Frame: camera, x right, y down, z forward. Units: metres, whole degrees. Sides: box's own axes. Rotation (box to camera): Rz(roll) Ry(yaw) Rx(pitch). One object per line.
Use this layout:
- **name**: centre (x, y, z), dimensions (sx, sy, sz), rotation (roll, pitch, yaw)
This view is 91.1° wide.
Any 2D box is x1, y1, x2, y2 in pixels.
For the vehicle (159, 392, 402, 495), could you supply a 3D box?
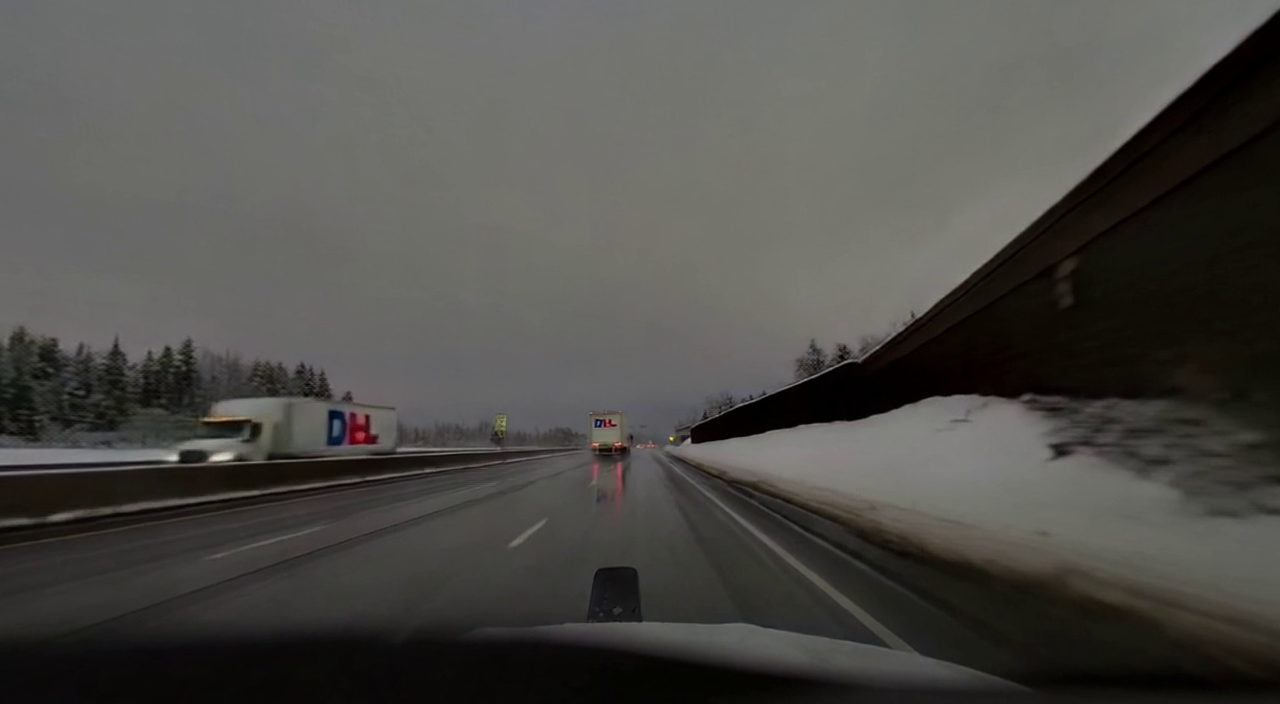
- **vehicle**: centre (-17.567, 4.684, 33.624), dimensions (3.102, 4.025, 16.974), rotation (1, -7, 0)
